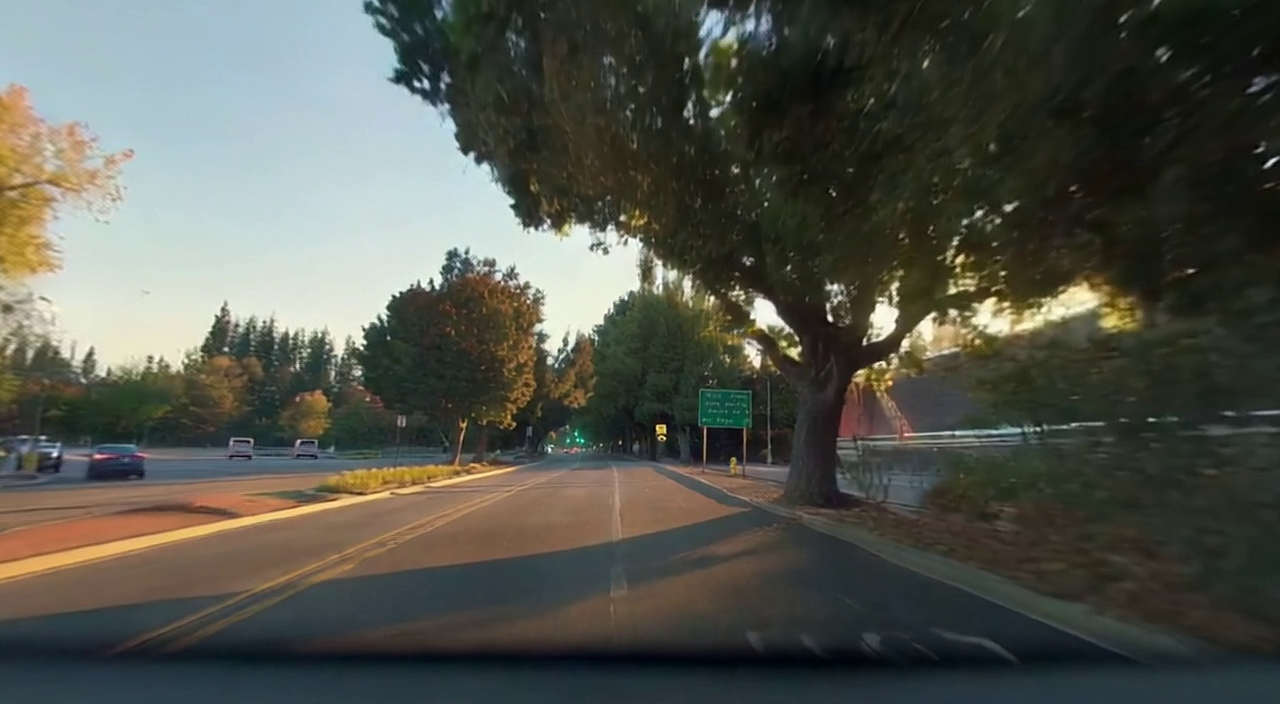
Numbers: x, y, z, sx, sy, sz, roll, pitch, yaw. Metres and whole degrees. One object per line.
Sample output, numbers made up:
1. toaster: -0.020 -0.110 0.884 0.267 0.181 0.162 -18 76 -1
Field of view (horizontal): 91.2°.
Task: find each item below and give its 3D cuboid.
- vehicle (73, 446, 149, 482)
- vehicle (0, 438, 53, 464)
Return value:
1. vehicle: -24.023 5.052 28.409 3.857 1.479 1.711 -7 -11 37
2. vehicle: -39.547 6.352 40.361 3.659 1.512 1.701 -4 -9 36
